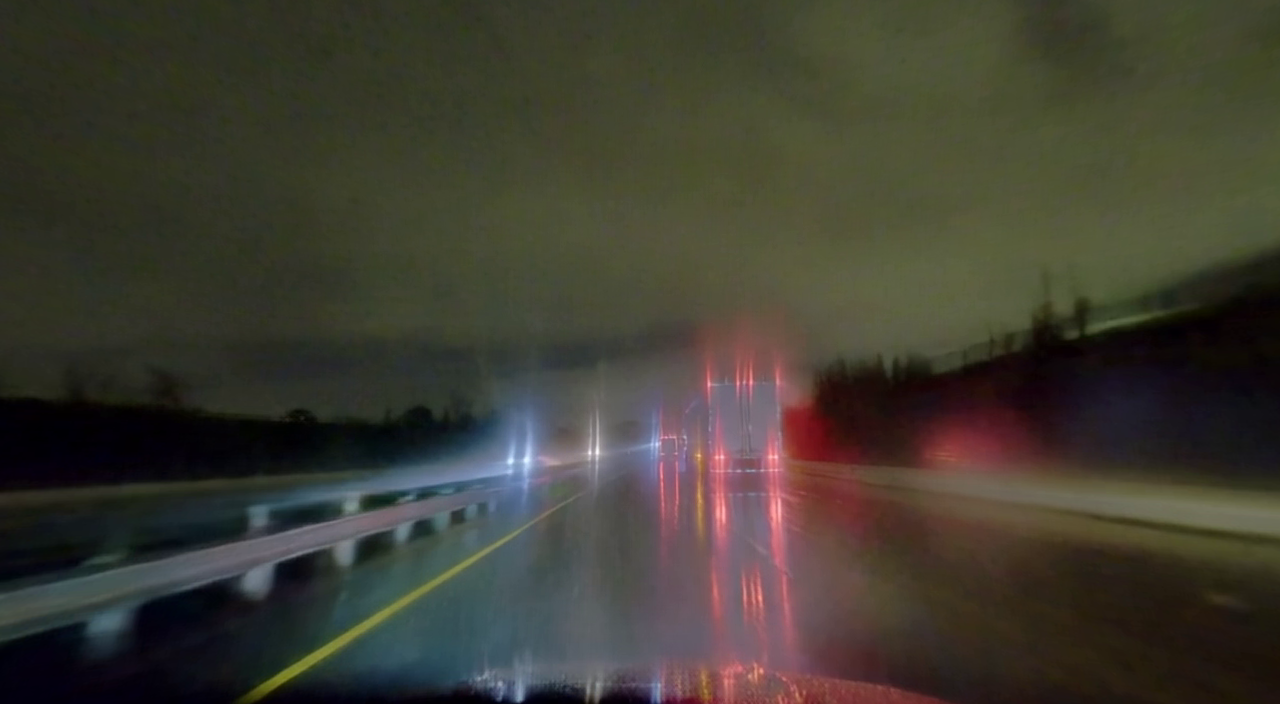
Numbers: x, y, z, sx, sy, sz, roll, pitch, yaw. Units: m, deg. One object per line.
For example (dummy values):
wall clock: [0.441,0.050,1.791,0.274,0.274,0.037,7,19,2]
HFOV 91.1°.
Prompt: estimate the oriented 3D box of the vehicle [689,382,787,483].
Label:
vehicle: [4.366,4.162,31.402,2.965,4.028,12.529,0,-9,0]
